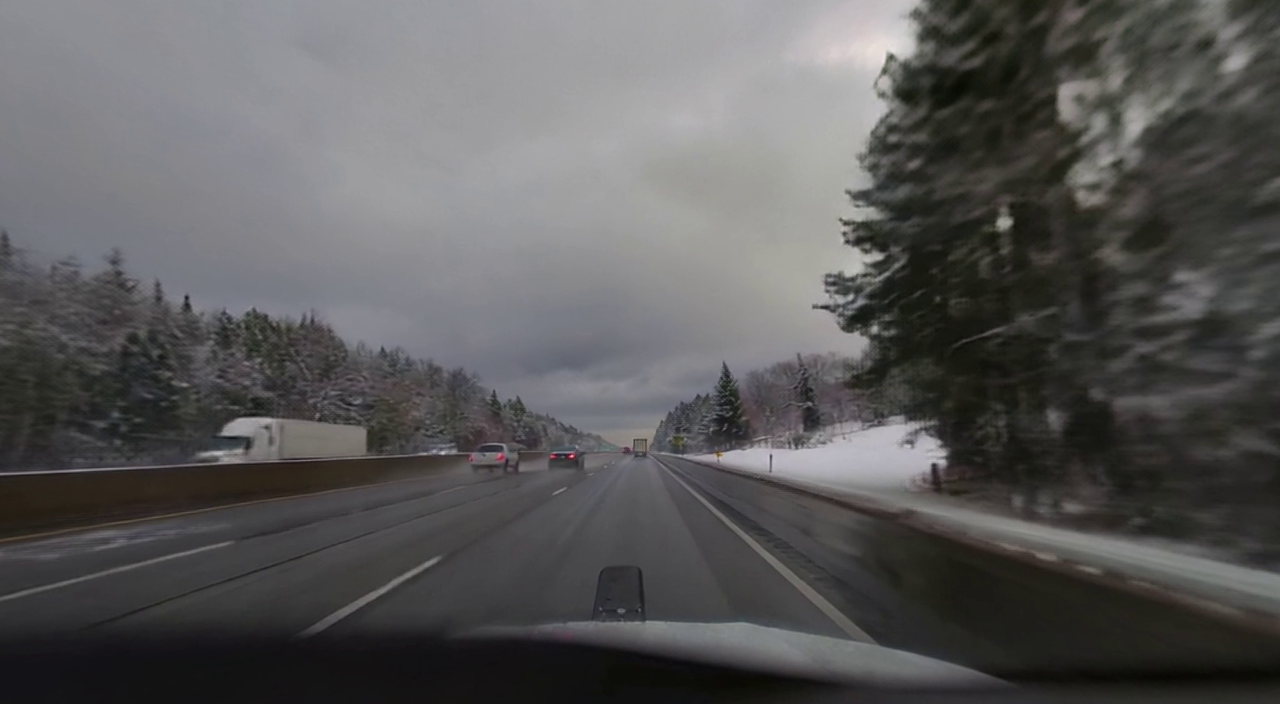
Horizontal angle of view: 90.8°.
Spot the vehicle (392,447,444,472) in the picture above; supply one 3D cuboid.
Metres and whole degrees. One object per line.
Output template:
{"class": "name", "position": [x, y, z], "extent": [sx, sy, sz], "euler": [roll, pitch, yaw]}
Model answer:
{"class": "vehicle", "position": [-16.512, 8.013, 47.197], "extent": [2.032, 1.783, 4.980], "euler": [0, -9, 1]}

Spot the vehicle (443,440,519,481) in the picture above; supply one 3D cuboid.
{"class": "vehicle", "position": [-7.197, 4.989, 29.181], "extent": [2.173, 1.722, 4.869], "euler": [0, -9, 1]}

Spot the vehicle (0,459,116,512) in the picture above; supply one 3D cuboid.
{"class": "vehicle", "position": [-19.697, 4.241, 20.311], "extent": [1.803, 1.474, 4.460], "euler": [0, -9, 0]}

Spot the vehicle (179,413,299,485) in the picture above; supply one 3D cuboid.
{"class": "vehicle", "position": [-23.686, 5.776, 37.772], "extent": [3.078, 3.930, 5.988], "euler": [0, -9, 0]}

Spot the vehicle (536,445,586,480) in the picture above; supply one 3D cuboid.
{"class": "vehicle", "position": [-3.705, 5.239, 30.152], "extent": [1.893, 1.521, 3.742], "euler": [0, -9, 0]}
